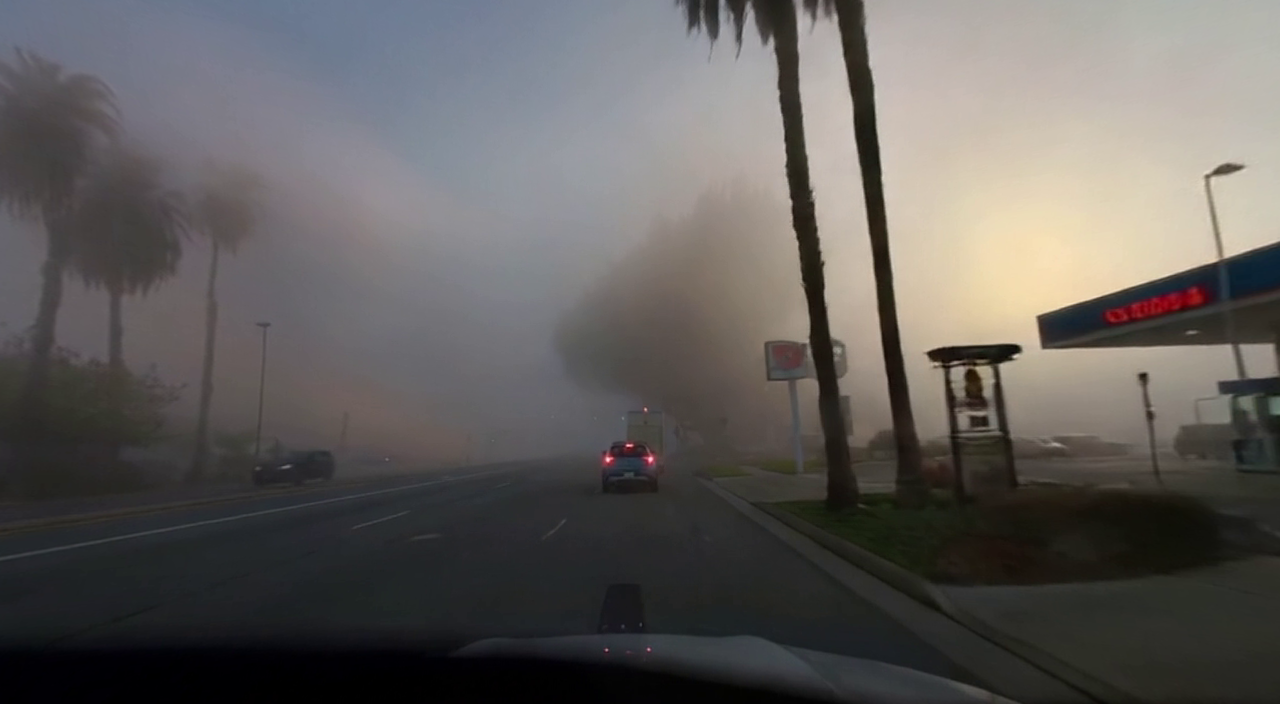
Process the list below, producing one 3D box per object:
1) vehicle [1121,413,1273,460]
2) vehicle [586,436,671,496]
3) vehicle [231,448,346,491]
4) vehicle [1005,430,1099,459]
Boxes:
[{"bbox_3d":[22.116,3.427,25.228,1.853,1.698,4.468,0,-9,-2],"label":"vehicle"},{"bbox_3d":[-0.265,3.213,18.101,2.145,1.483,4.453,0,-8,1],"label":"vehicle"},{"bbox_3d":[-13.379,4.458,24.245,1.923,1.490,4.372,0,-8,0],"label":"vehicle"},{"bbox_3d":[22.511,5.130,34.539,1.876,1.482,4.633,0,-10,-2],"label":"vehicle"}]
